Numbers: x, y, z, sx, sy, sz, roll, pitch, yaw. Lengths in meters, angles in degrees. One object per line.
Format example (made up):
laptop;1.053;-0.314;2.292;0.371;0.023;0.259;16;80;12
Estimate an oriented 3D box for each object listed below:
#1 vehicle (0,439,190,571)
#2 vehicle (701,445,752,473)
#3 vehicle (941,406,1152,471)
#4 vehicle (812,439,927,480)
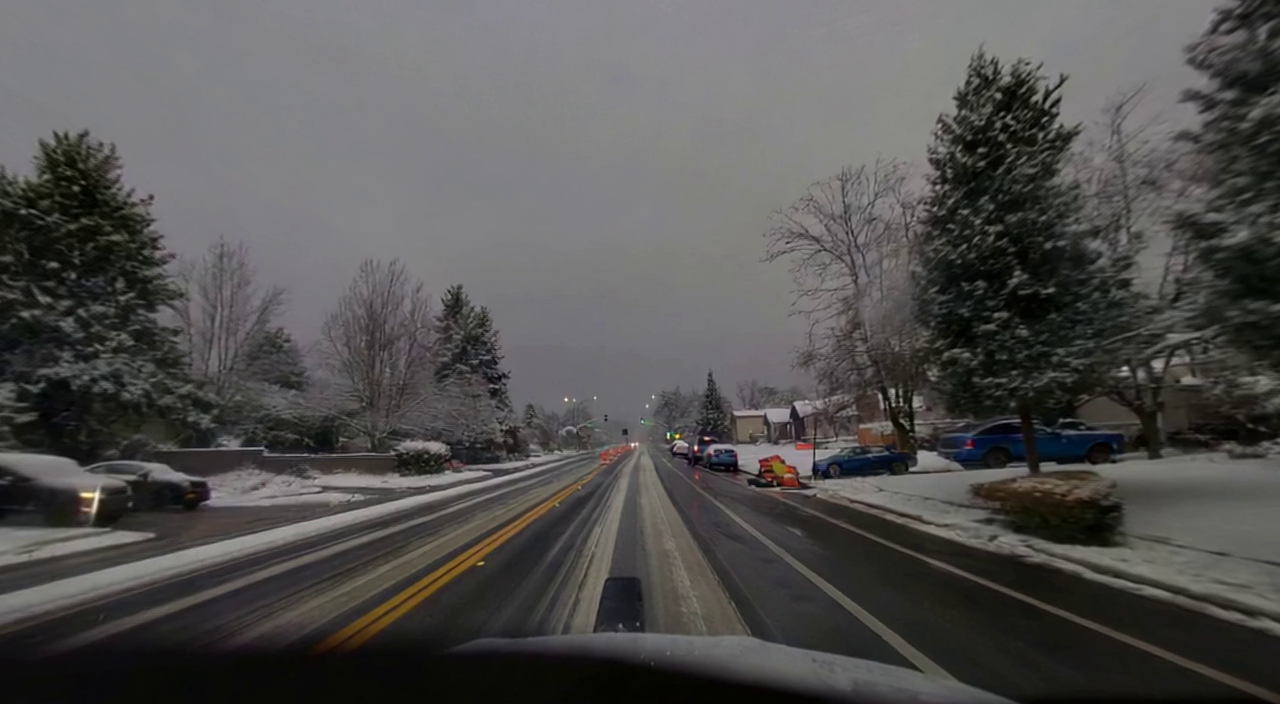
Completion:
vehicle;-10.686;2.609;10.895;2.663;1.926;4.303;-6;-9;2
vehicle;4.306;5.404;32.194;1.928;1.333;4.586;0;-9;0
vehicle;14.962;3.228;23.599;6.037;2.247;2.657;0;-9;-2
vehicle;8.472;3.977;23.551;3.561;1.465;1.870;0;-8;-2
